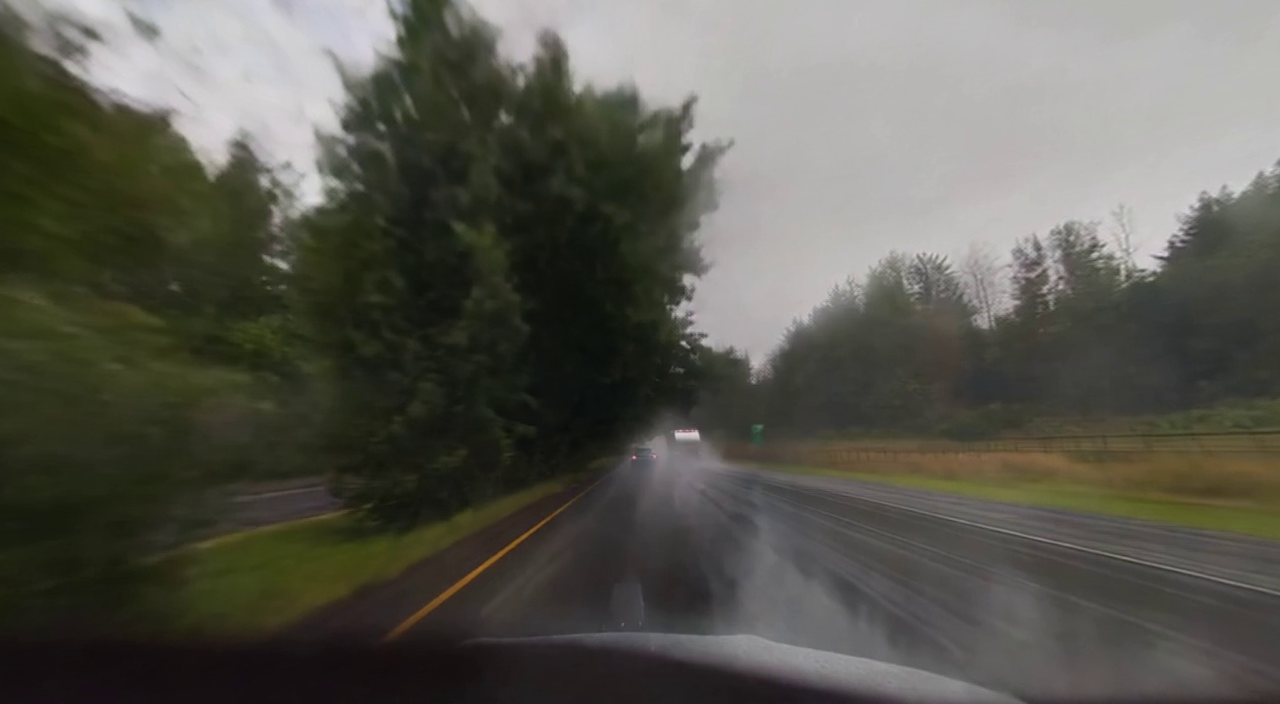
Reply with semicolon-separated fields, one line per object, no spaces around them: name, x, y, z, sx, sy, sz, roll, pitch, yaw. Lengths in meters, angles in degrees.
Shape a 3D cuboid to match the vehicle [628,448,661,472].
vehicle;0.243;6.574;38.384;1.926;1.386;3.615;0;-9;0
